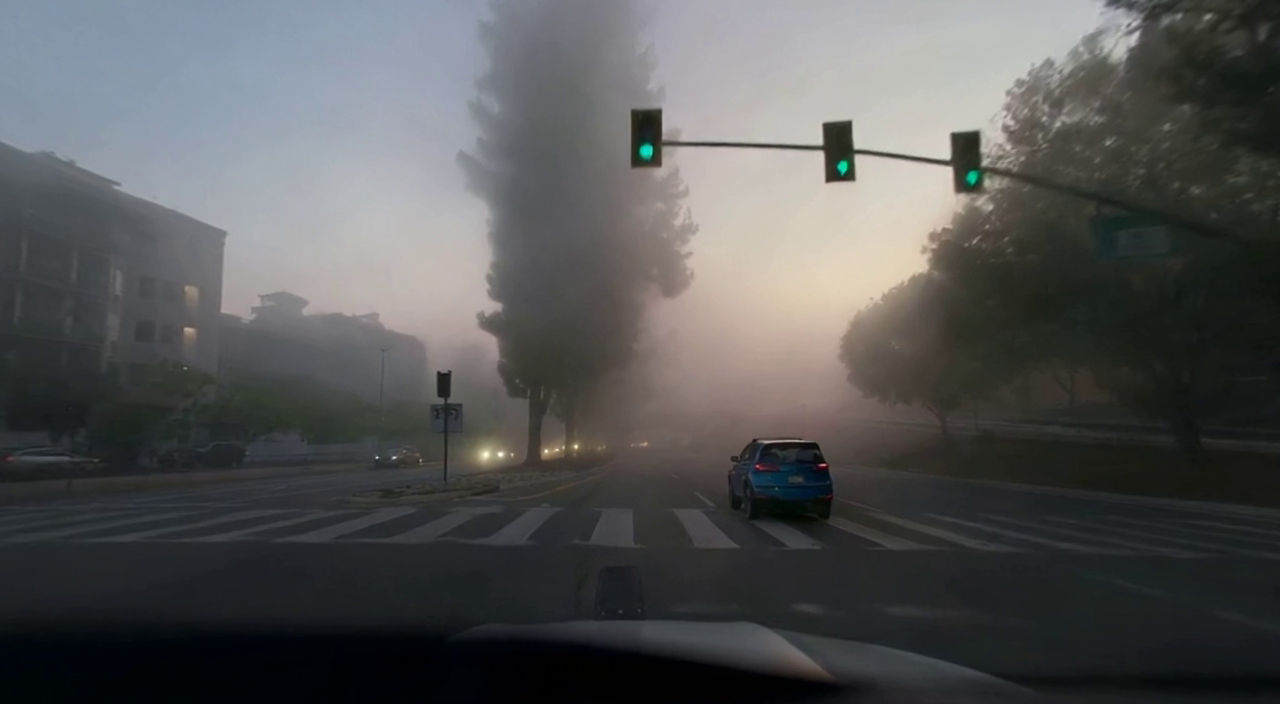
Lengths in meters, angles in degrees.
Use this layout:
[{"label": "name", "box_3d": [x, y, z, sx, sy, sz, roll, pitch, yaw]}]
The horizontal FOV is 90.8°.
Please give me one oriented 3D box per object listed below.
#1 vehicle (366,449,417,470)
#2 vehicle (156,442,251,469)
[{"label": "vehicle", "box_3d": [-19.050, 8.232, 48.661, 2.001, 1.468, 4.746, 0, -9, 0]}, {"label": "vehicle", "box_3d": [-30.650, 7.290, 44.518, 1.915, 1.768, 5.060, -5, -10, 30]}]
